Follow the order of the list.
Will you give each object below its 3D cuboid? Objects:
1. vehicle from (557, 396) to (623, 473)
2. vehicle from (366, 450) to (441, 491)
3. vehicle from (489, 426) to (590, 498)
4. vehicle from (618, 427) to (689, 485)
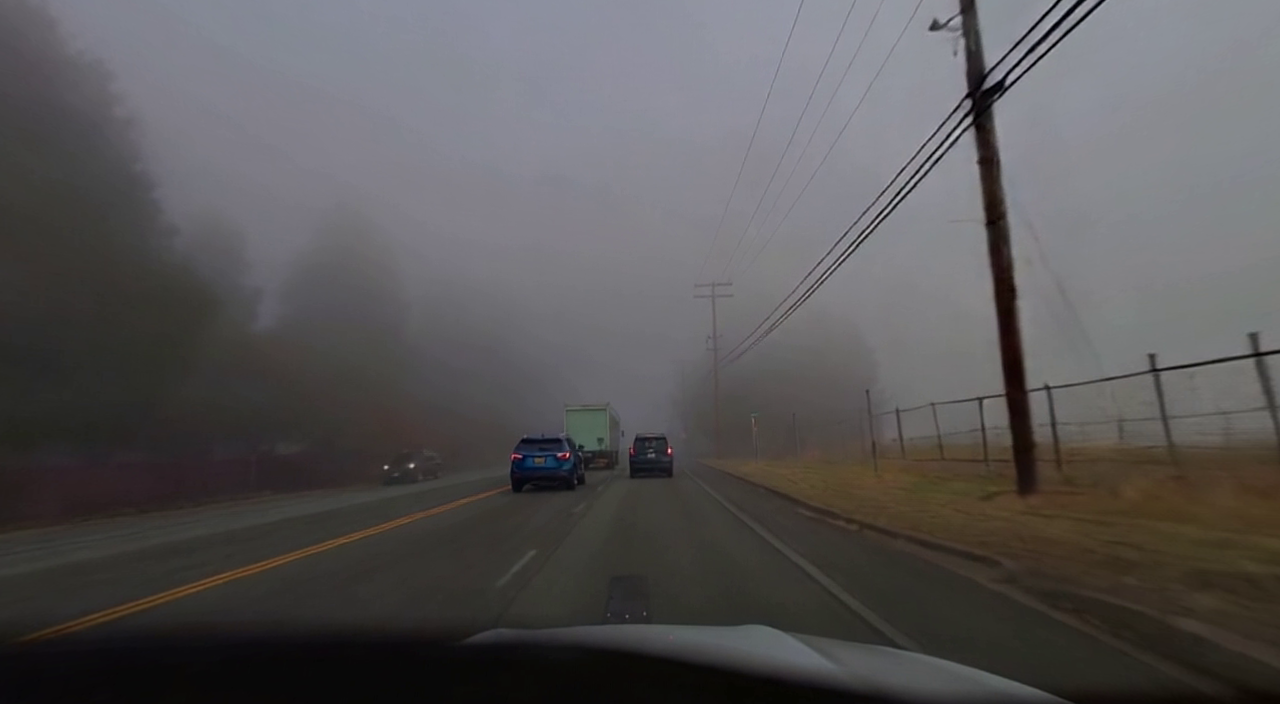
[{"bbox_3d":[-2.603,4.806,36.075,2.928,3.658,10.953,-1,-9,0],"label":"vehicle"},{"bbox_3d":[-11.739,5.869,31.557,1.959,1.691,4.479,-5,-9,0],"label":"vehicle"},{"bbox_3d":[-2.780,3.192,18.592,2.093,1.832,4.508,-1,-9,2],"label":"vehicle"},{"bbox_3d":[0.413,3.532,21.575,2.174,1.749,4.113,-1,-9,0],"label":"vehicle"}]
